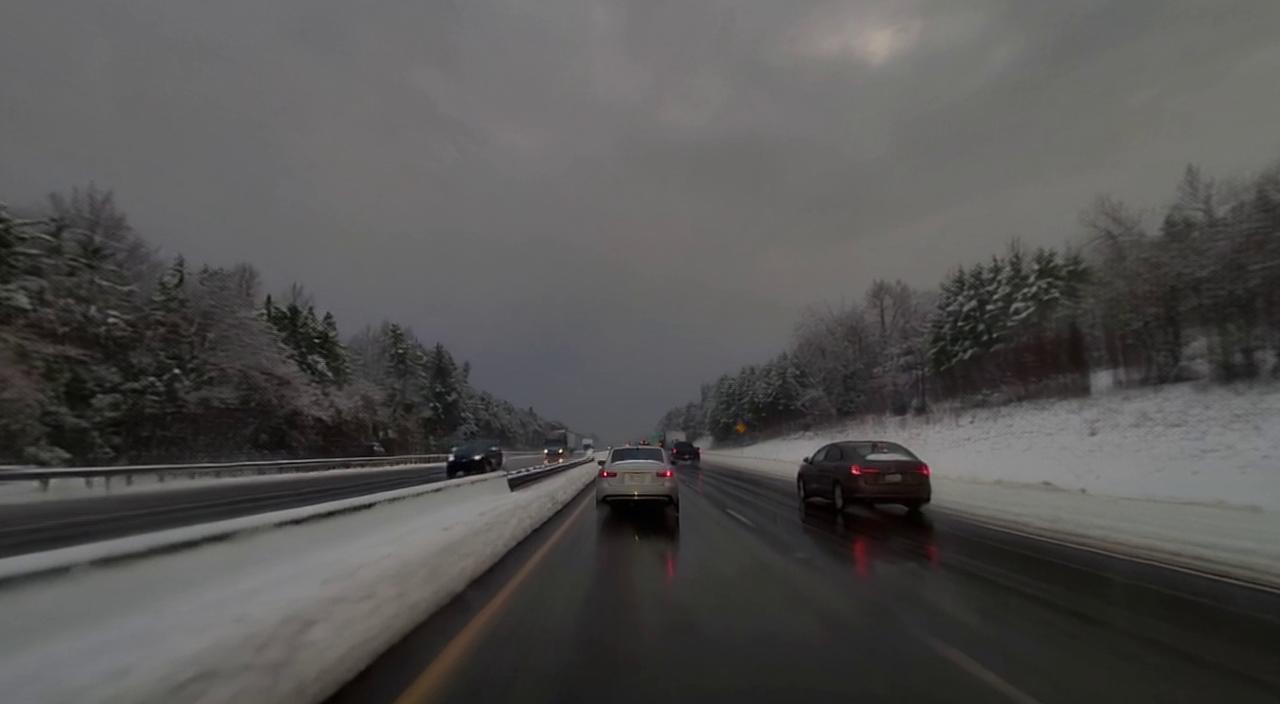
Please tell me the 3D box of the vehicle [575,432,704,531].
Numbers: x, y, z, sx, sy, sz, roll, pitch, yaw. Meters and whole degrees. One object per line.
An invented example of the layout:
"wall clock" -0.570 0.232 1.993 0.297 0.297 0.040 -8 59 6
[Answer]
"vehicle" -0.053 2.377 12.055 2.088 1.580 3.657 0 -9 -1

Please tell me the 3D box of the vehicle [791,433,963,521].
"vehicle" 4.650 2.502 13.063 1.931 1.516 3.995 0 -9 -1

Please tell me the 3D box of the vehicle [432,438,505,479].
"vehicle" -8.661 5.446 32.317 2.178 1.875 5.264 -1 -9 1
